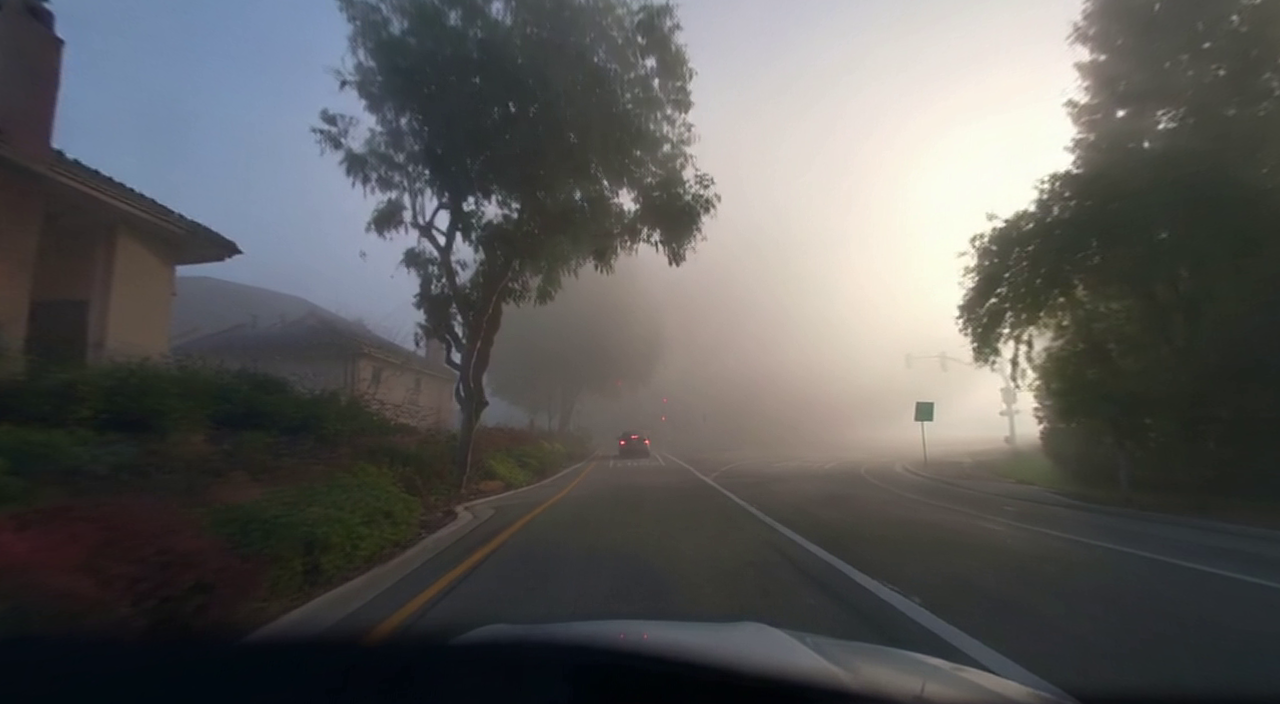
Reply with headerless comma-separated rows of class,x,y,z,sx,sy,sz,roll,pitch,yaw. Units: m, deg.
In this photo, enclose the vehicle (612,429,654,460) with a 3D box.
vehicle,-0.391,4.768,32.553,2.056,1.473,4.380,0,-8,-1
